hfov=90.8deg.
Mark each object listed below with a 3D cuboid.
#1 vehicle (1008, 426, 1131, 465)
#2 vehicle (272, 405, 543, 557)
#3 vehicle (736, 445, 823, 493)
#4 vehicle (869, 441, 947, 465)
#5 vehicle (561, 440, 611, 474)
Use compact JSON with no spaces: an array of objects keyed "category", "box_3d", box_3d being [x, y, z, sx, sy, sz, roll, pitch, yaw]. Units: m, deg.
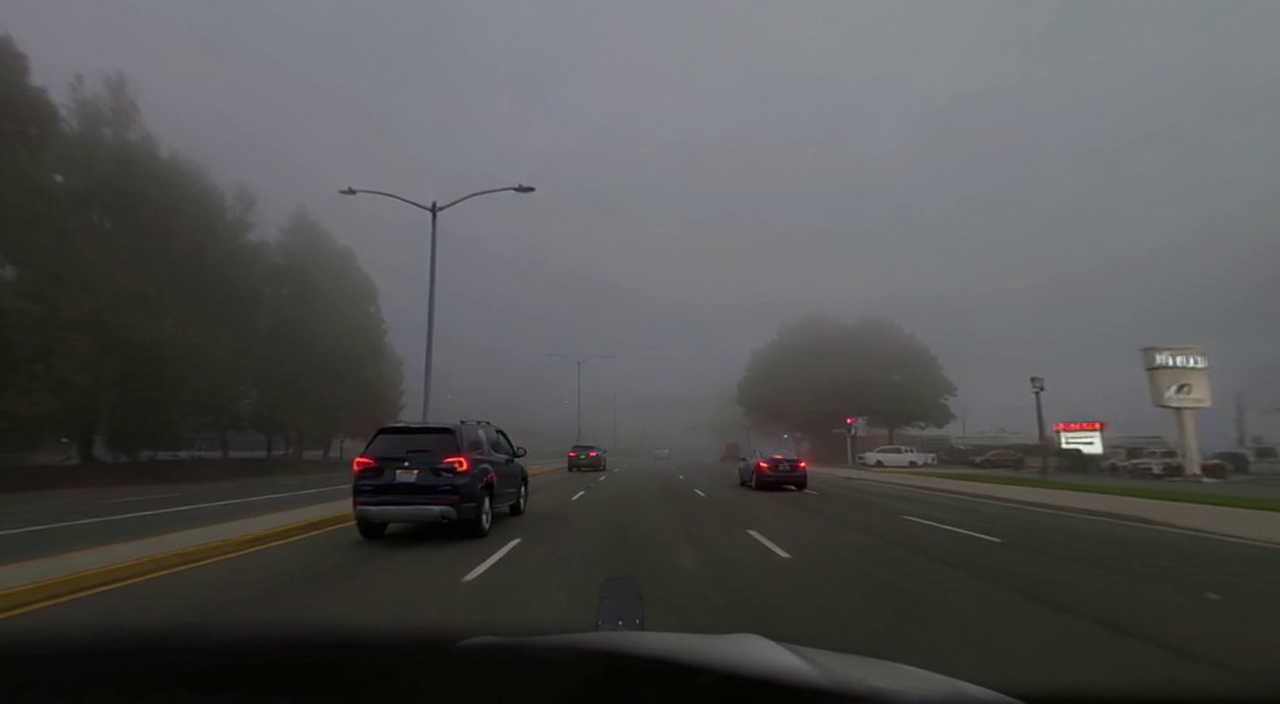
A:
[{"category":"vehicle","box_3d":[27.793,6.167,41.424,2.943,2.298,7.374,0,-9,0]},{"category":"vehicle","box_3d":[-3.305,2.014,10.607,2.450,1.866,5.416,0,-9,0]},{"category":"vehicle","box_3d":[4.732,4.026,22.114,1.960,1.471,4.378,0,-9,-1]},{"category":"vehicle","box_3d":[19.709,7.435,46.425,4.972,1.547,2.226,2,-10,-21]},{"category":"vehicle","box_3d":[-3.033,6.082,36.793,2.305,1.833,4.912,-1,-9,2]}]
